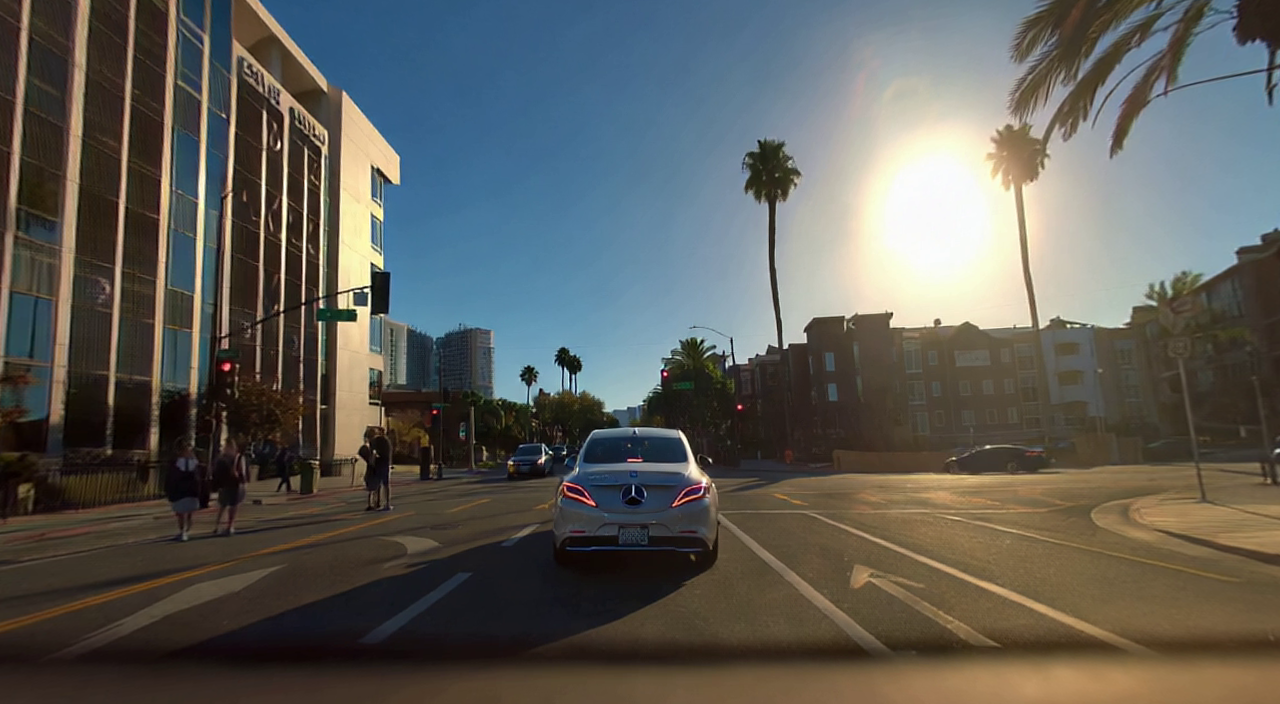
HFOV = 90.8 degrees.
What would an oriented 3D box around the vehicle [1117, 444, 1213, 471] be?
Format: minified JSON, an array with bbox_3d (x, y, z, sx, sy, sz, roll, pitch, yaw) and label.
[{"bbox_3d":[32.179,6.455,38.763,4.234,1.613,1.812,0,-8,-1],"label":"vehicle"}]

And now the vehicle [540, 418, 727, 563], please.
[{"bbox_3d":[-0.083,1.873,9.227,2.144,1.643,3.770,0,-8,0],"label":"vehicle"}]

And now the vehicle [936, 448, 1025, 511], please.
[{"bbox_3d":[10.018,3.674,18.759,2.004,1.593,4.118,-4,-9,26],"label":"vehicle"}]
